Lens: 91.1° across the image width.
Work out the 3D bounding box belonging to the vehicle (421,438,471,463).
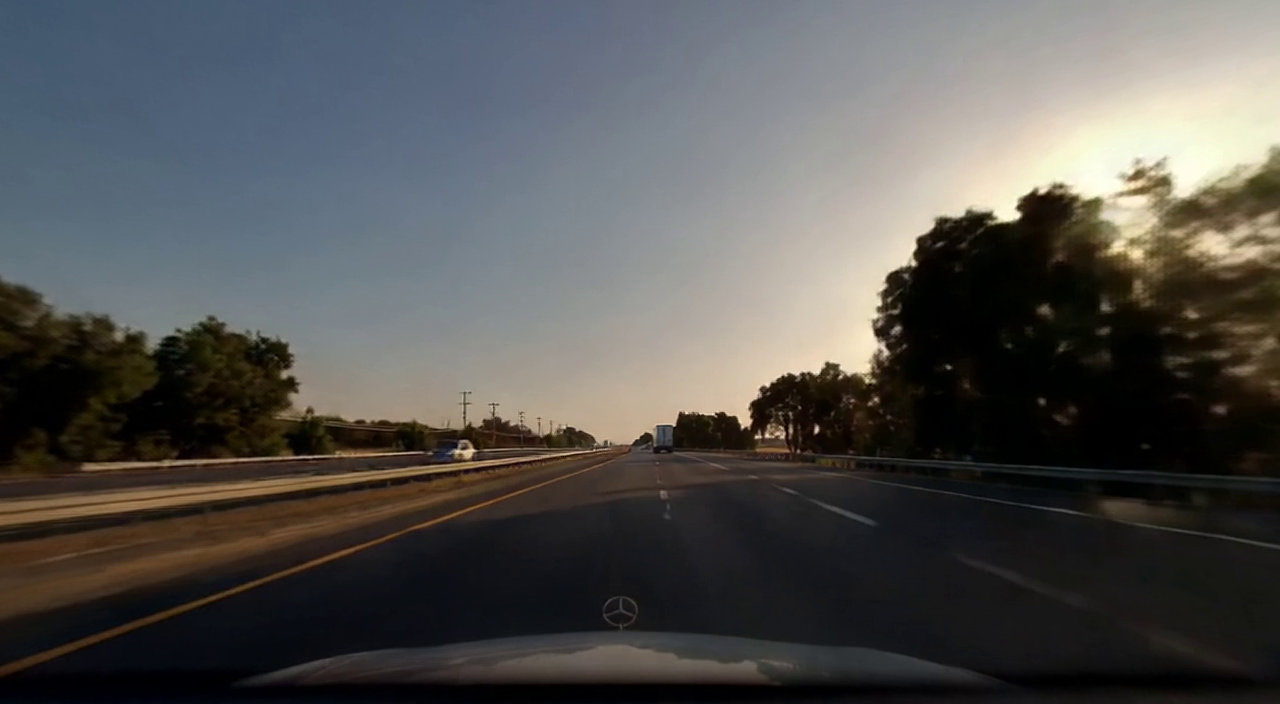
[{"bbox_3d":[-13.806,7.040,45.021,1.982,1.685,4.575,0,-9,1],"label":"vehicle"}]
